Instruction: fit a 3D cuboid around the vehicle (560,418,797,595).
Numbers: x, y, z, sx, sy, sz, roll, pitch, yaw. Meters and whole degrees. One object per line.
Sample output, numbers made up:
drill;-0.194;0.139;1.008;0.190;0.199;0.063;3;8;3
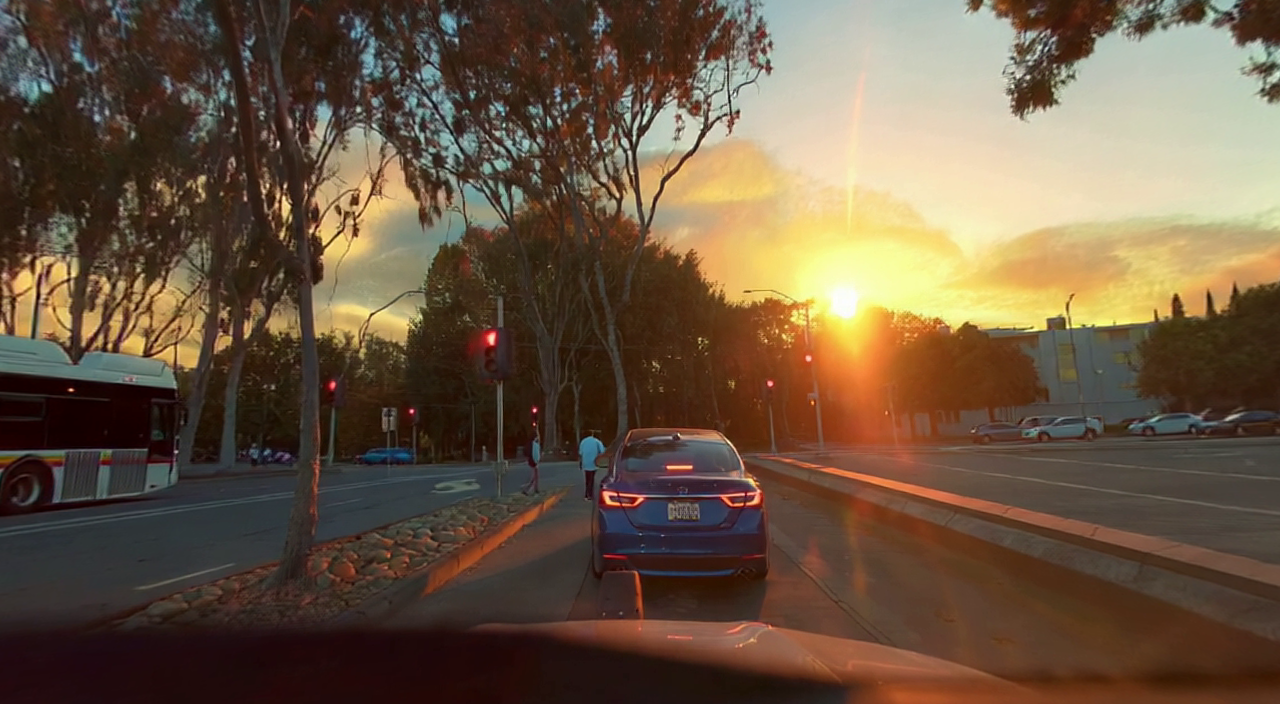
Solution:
vehicle;0.368;1.616;7.403;2.035;1.499;3.799;0;-8;1
